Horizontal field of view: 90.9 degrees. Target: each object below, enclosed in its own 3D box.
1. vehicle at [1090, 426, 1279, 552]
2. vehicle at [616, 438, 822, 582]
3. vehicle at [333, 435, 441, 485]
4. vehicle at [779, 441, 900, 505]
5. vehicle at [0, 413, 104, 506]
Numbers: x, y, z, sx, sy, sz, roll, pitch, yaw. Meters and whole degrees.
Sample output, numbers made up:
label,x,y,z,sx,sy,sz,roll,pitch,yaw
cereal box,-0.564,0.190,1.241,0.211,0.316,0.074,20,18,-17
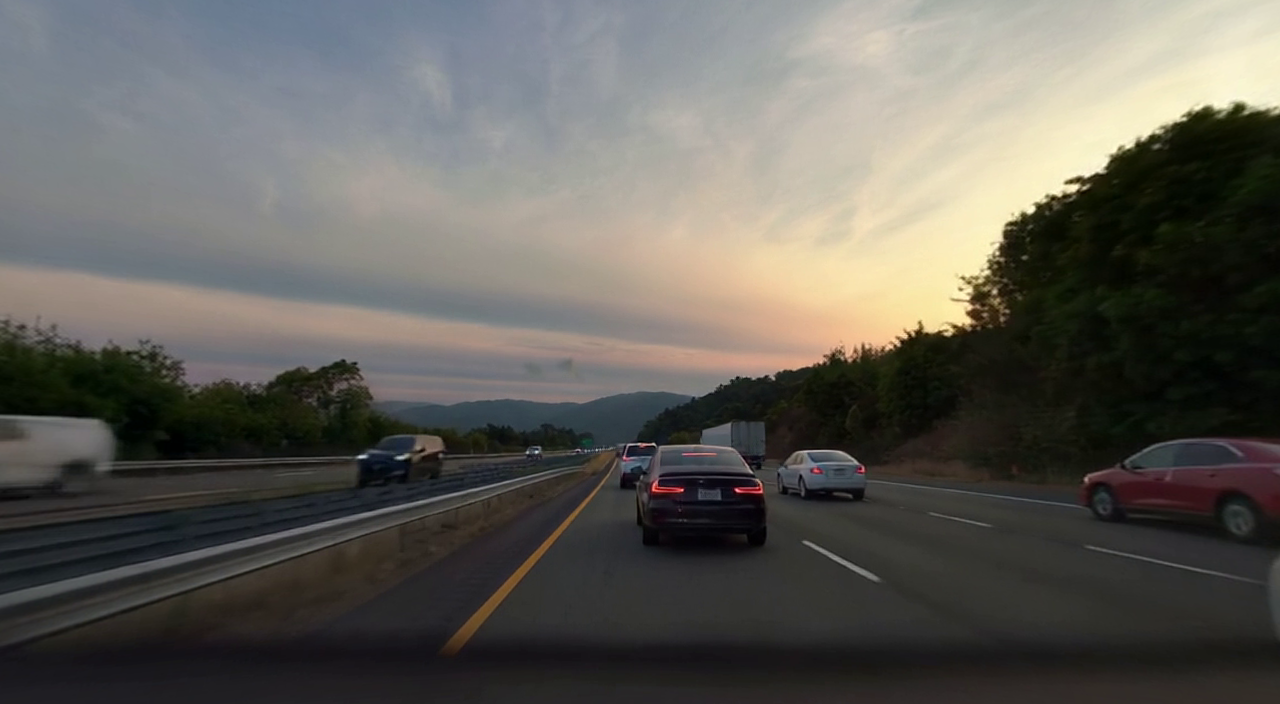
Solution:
label,x,y,z,sx,sy,sz,roll,pitch,yaw
vehicle,9.206,1.981,9.515,1.950,1.594,3.735,0,-9,-1
vehicle,0.760,1.901,8.318,2.094,1.426,3.725,0,-9,-1
vehicle,-8.148,3.521,20.743,1.865,1.479,3.882,-1,-9,1
vehicle,5.308,3.261,17.387,1.908,1.500,4.157,0,-9,-1
vehicle,-12.612,1.944,11.325,1.991,1.677,4.499,0,-9,-1
